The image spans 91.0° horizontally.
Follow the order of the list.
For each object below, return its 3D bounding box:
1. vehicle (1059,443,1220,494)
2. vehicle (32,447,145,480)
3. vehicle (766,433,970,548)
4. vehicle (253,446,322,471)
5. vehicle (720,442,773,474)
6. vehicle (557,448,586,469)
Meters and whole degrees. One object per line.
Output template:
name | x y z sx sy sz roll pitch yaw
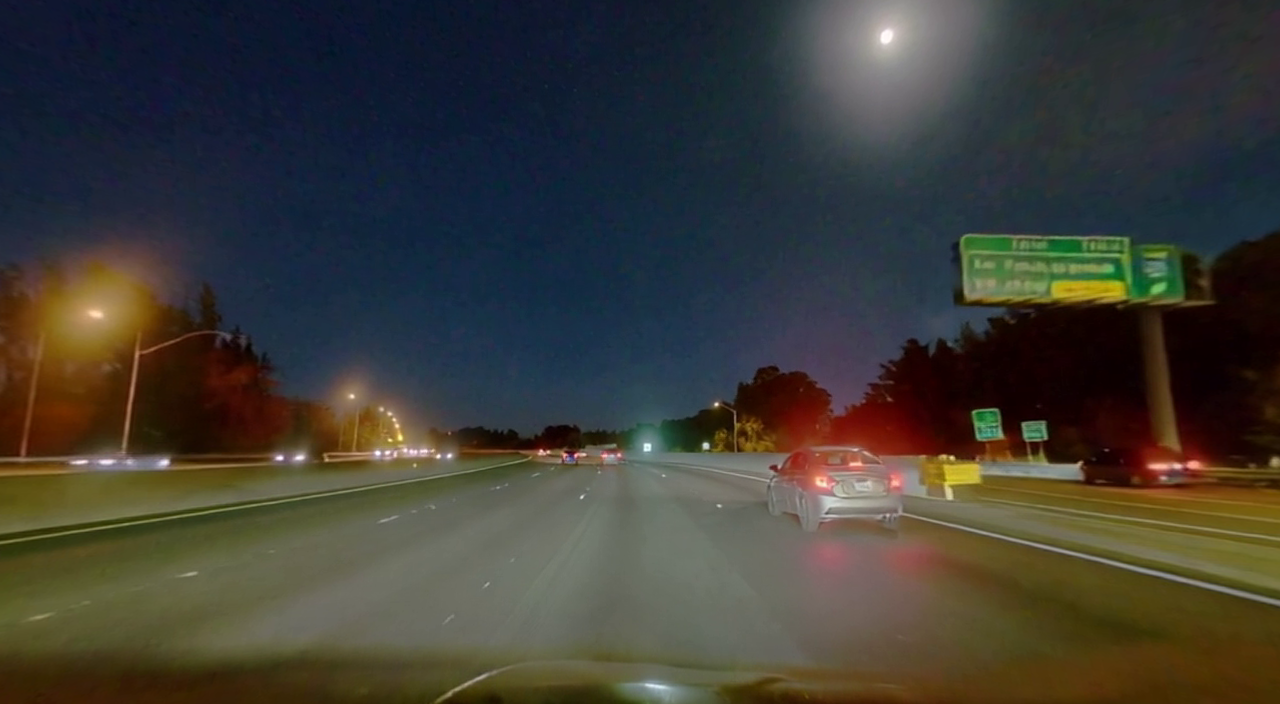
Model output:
vehicle | 16.616 3.874 21.327 1.878 1.486 4.636 -1 -9 4
vehicle | -28.367 5.743 32.629 1.909 1.586 4.394 0 -9 -1
vehicle | 3.531 2.207 10.653 1.975 1.562 3.823 0 -9 0
vehicle | -25.252 7.638 45.395 2.170 1.723 5.110 0 -9 -2
vehicle | 6.326 6.339 37.910 2.167 1.793 4.683 0 -9 -2
vehicle | -5.363 8.382 49.724 2.080 1.524 4.442 0 -9 -3
